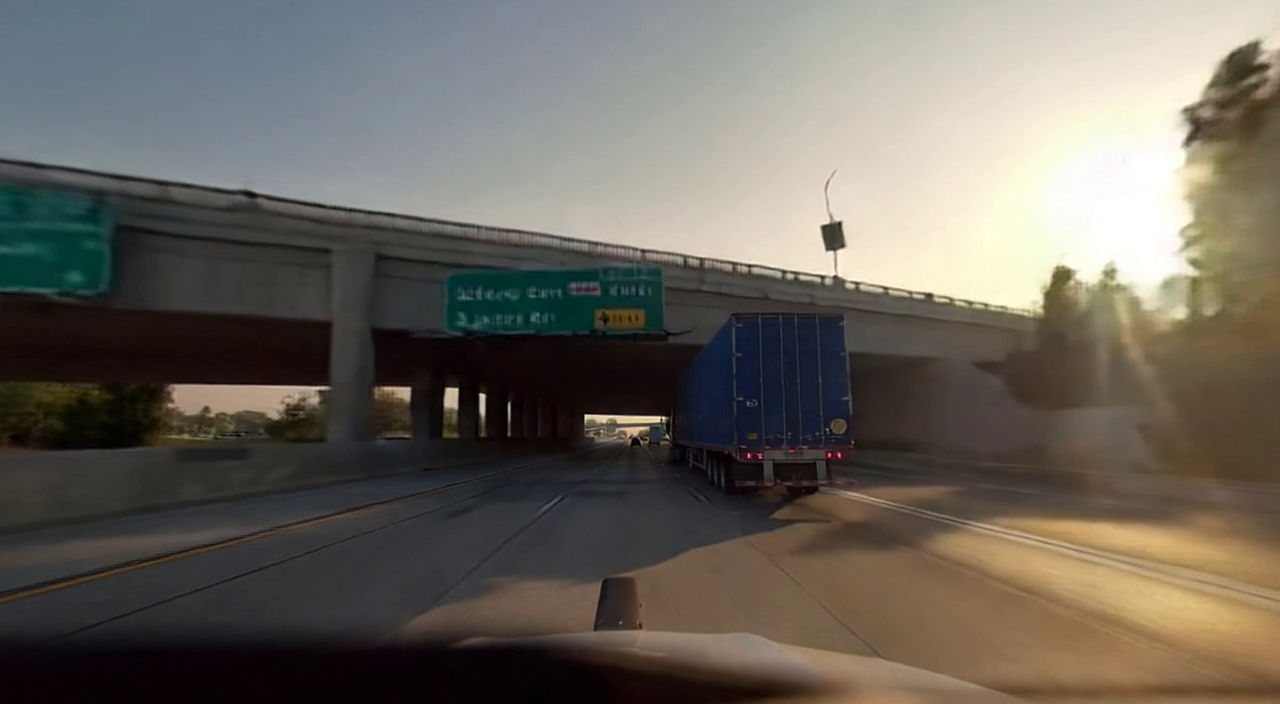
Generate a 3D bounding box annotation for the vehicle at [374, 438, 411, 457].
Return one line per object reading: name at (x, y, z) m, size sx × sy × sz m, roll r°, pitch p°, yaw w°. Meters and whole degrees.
vehicle at (-17.796, 6.937, 45.562) m, size 1.391 × 1.308 × 3.105 m, roll 0°, pitch -9°, yaw -1°

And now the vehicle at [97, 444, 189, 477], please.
vehicle at (-21.978, 4.795, 28.104) m, size 1.436 × 1.326 × 3.245 m, roll 0°, pitch -8°, yaw 0°

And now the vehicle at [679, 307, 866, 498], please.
vehicle at (3.362, 2.290, 21.944) m, size 2.743 × 4.160 × 16.408 m, roll 0°, pitch -9°, yaw -1°
